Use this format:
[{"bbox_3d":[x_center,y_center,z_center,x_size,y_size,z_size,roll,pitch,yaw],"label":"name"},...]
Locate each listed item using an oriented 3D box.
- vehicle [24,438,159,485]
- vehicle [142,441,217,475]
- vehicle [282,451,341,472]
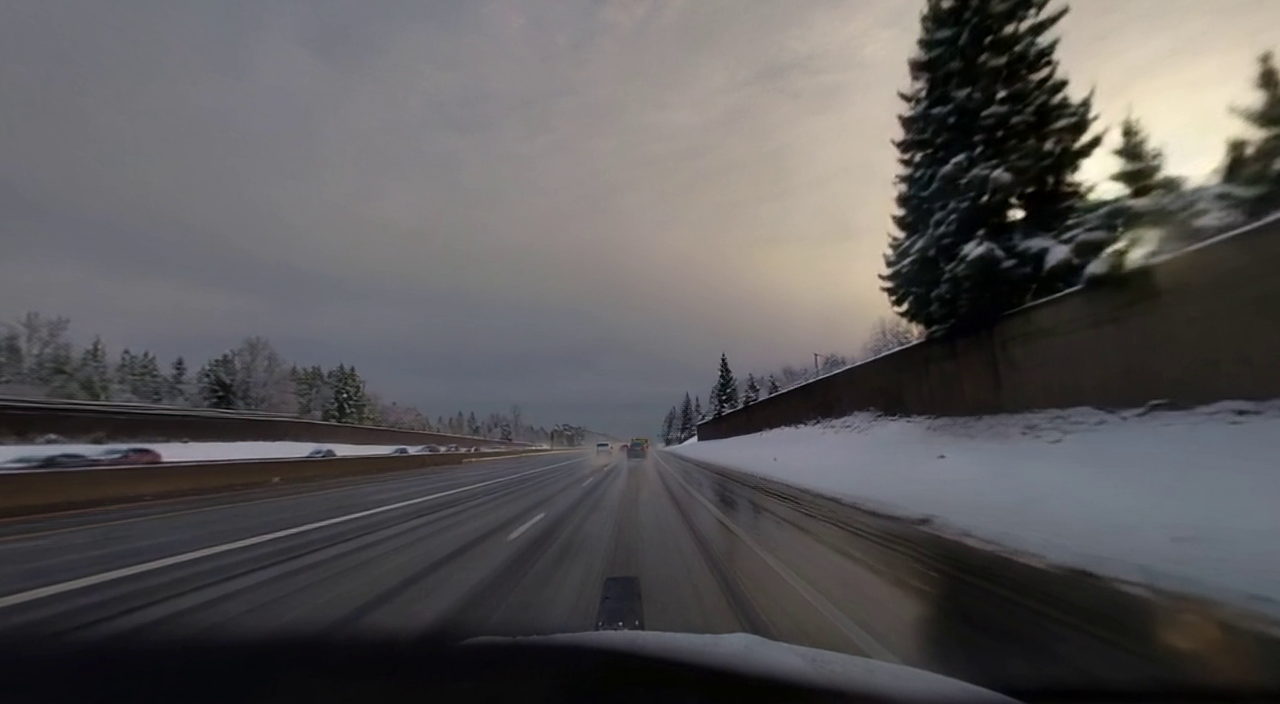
[{"bbox_3d":[-29.646,5.911,34.351,2.279,2.293,5.544,0,-9,0],"label":"vehicle"},{"bbox_3d":[-33.466,7.684,45.905,2.249,2.289,4.150,0,-9,0],"label":"vehicle"},{"bbox_3d":[-25.956,8.631,49.995,2.033,1.555,4.737,0,-9,1],"label":"vehicle"}]
